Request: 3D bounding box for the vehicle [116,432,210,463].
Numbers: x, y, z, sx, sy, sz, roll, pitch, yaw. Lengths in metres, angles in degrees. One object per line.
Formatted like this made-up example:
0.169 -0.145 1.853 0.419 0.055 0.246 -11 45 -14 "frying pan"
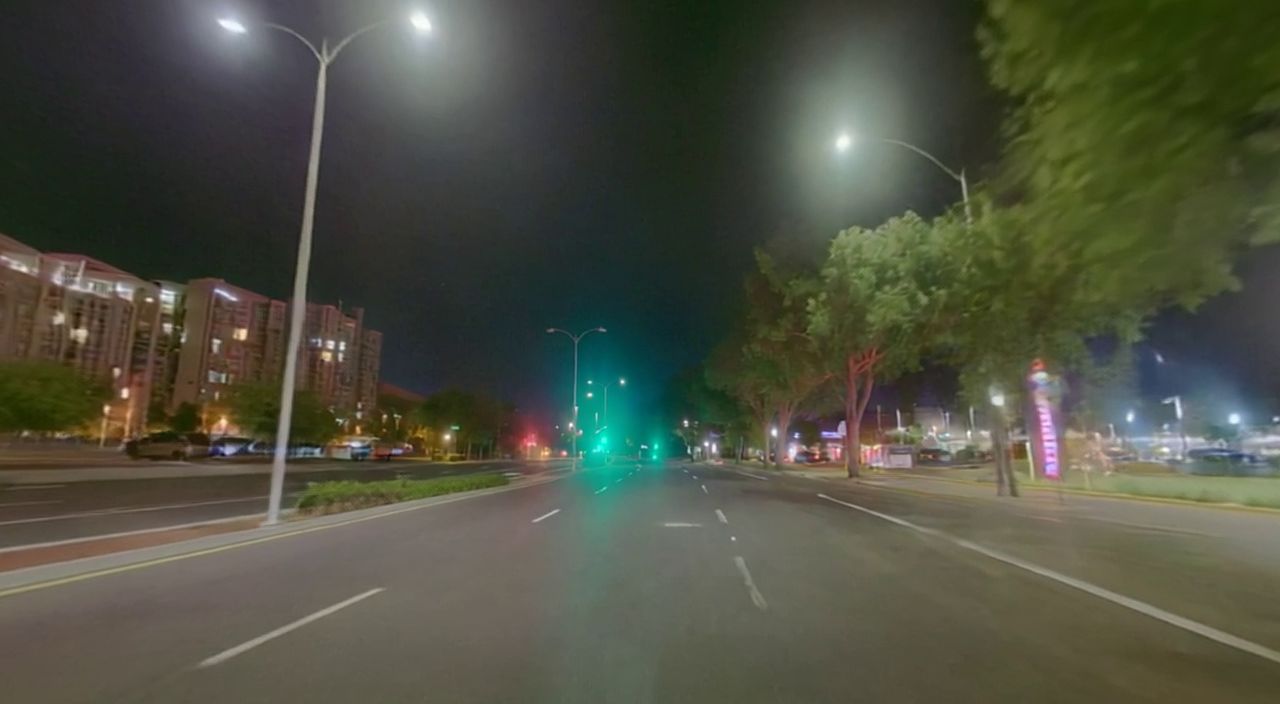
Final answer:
-32.650 6.543 43.397 4.579 1.962 2.161 1 -9 -16 "vehicle"
